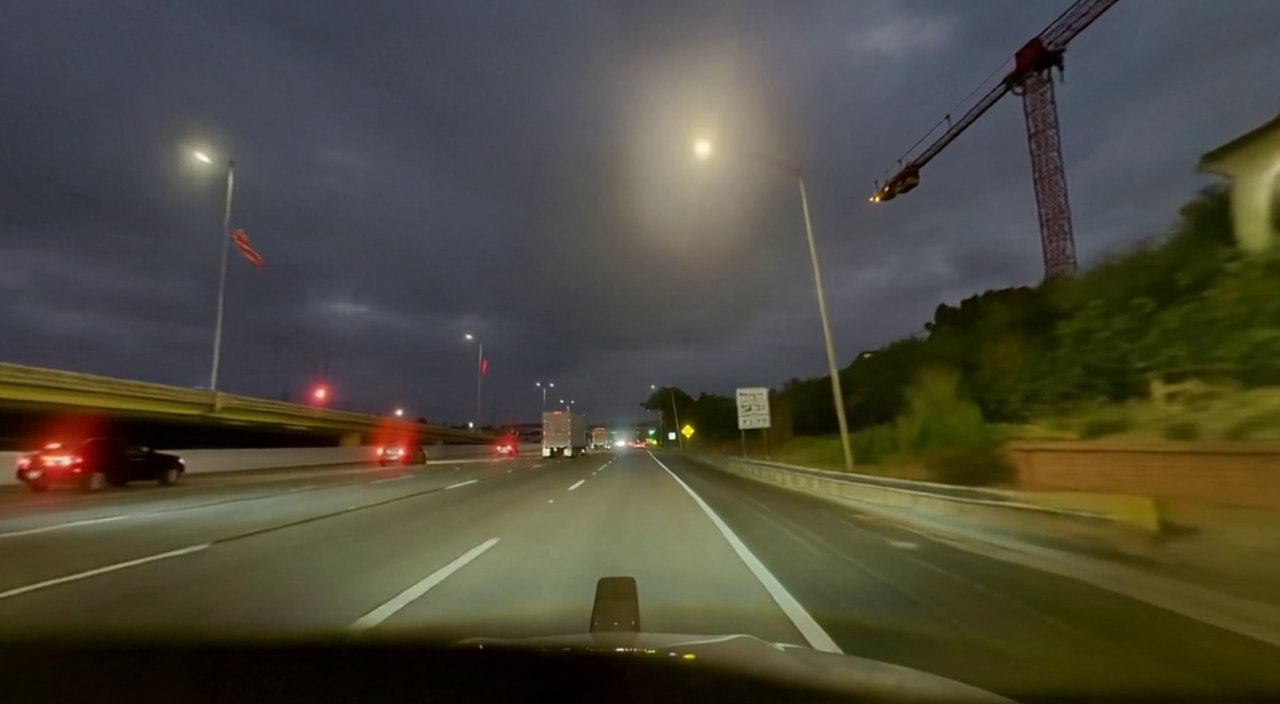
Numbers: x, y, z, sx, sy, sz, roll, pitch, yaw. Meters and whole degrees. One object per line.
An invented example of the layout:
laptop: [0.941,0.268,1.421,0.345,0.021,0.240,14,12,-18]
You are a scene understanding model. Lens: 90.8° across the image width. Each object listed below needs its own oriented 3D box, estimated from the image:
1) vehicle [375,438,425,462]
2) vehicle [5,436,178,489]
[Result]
vehicle: [-18.030,7.380,47.695,1.932,1.752,4.541,0,-9,1]
vehicle: [-18.168,3.665,21.269,1.866,1.609,4.315,0,-9,0]
